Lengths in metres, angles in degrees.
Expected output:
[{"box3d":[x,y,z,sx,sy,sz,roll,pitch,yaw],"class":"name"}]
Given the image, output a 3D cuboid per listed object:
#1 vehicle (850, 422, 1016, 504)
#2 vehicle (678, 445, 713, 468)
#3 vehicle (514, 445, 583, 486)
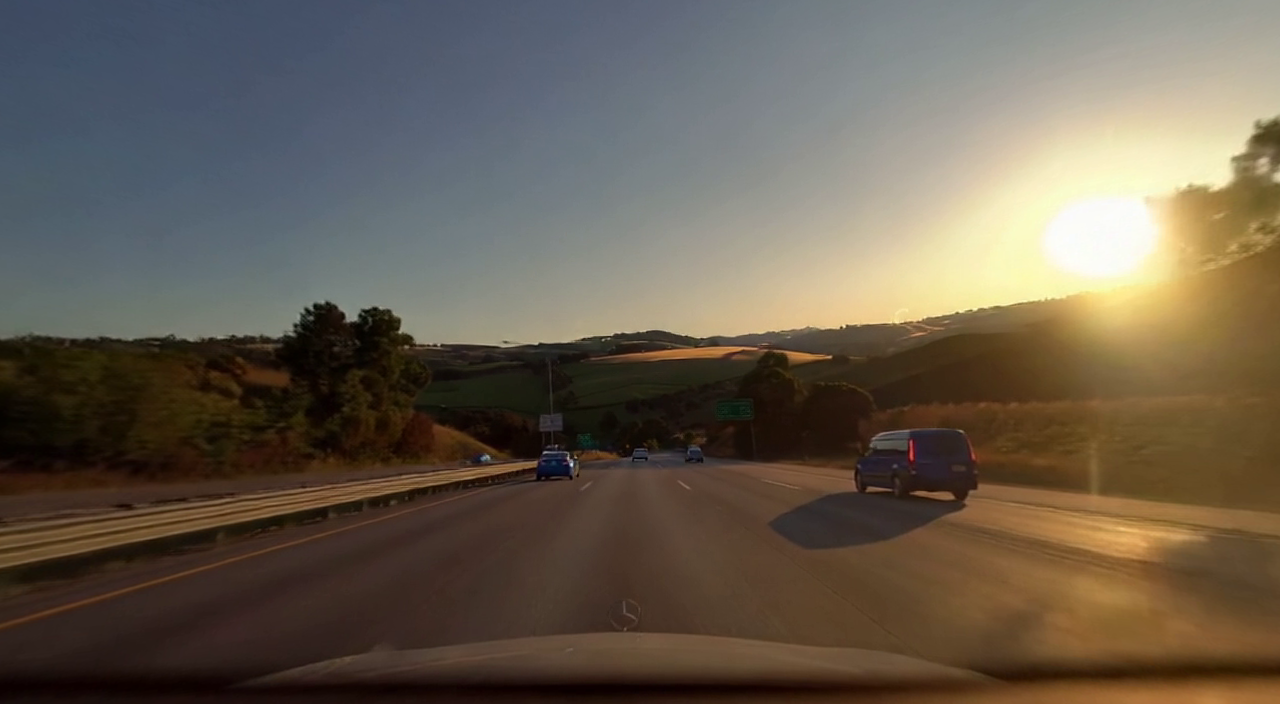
[{"box3d":[7.874,3.036,17.622,2.133,1.933,4.986,0,-9,-1],"class":"vehicle"},{"box3d":[4.116,7.868,47.444,2.069,1.625,4.832,0,-9,-1],"class":"vehicle"},{"box3d":[-3.661,4.629,26.009,2.160,1.530,4.500,0,-9,0],"class":"vehicle"}]
